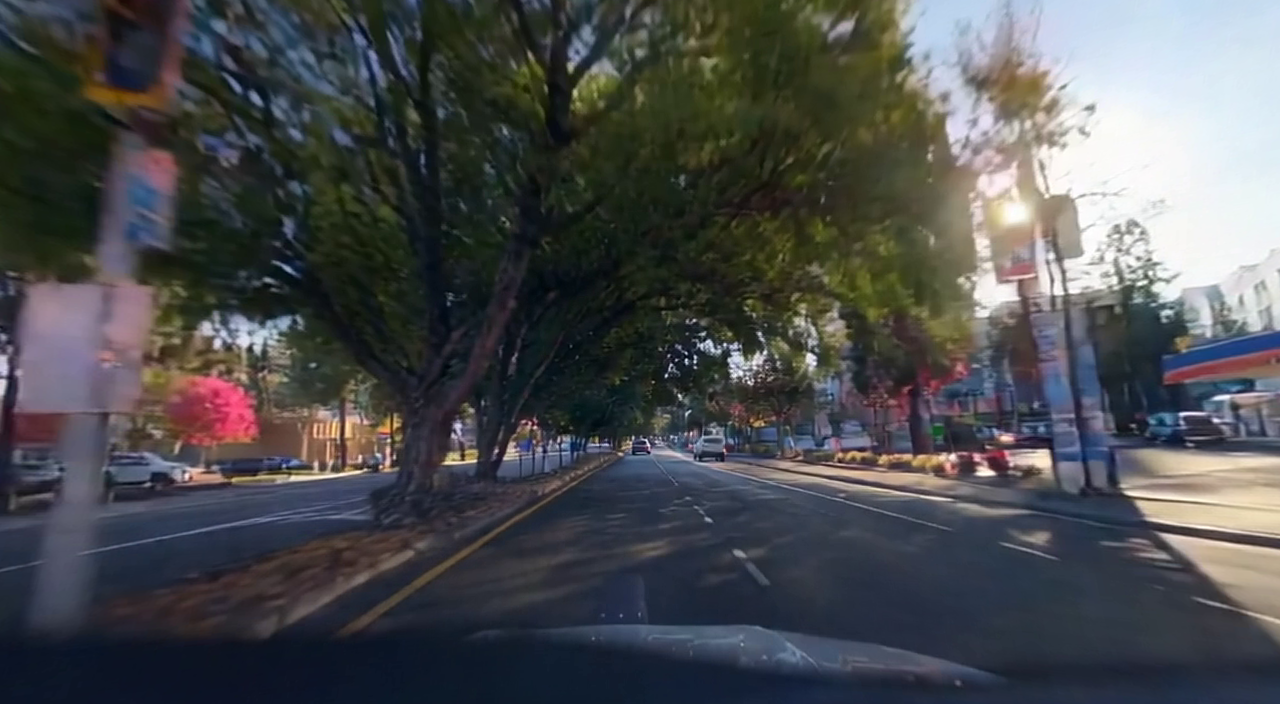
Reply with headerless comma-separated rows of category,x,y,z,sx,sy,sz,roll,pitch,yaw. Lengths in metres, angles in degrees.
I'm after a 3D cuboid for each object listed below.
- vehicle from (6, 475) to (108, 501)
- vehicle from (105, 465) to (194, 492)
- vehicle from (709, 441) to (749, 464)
vehicle,-36.290,8.451,39.365,4.646,1.463,1.995,-1,-8,7
vehicle,-34.660,8.921,44.689,4.935,1.755,1.918,-1,-8,8
vehicle,6.248,7.132,44.871,1.990,1.508,4.426,0,-8,-2
